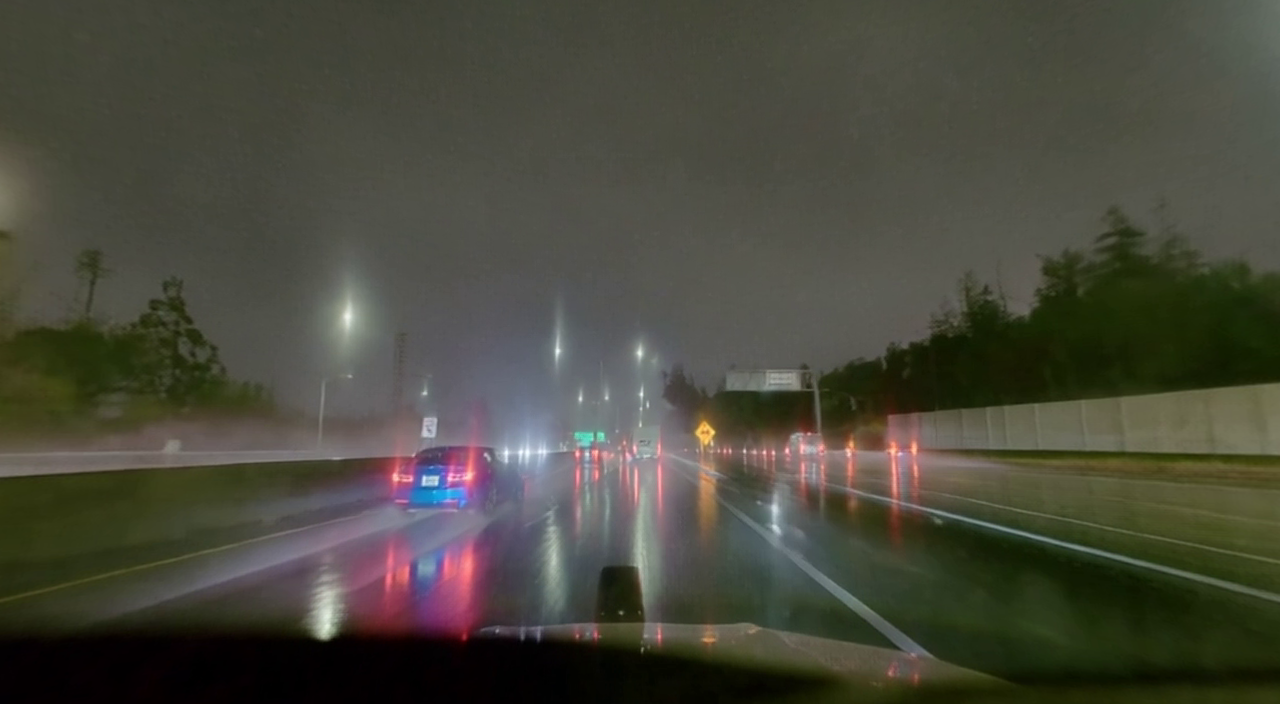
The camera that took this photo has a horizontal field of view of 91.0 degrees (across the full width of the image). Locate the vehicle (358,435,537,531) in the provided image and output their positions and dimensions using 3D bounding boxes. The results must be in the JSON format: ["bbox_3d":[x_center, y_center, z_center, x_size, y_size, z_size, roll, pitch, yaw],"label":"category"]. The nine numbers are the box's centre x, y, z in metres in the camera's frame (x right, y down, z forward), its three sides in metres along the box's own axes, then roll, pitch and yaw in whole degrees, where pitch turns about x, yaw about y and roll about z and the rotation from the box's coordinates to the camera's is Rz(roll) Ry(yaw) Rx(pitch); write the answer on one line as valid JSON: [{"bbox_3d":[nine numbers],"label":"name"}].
[{"bbox_3d":[-3.448,2.443,12.383,2.012,1.510,4.672,0,-9,0],"label":"vehicle"}]

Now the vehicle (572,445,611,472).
[{"bbox_3d":[-2.808,6.243,37.100,1.965,1.459,4.145,0,-9,0],"label":"vehicle"}]
